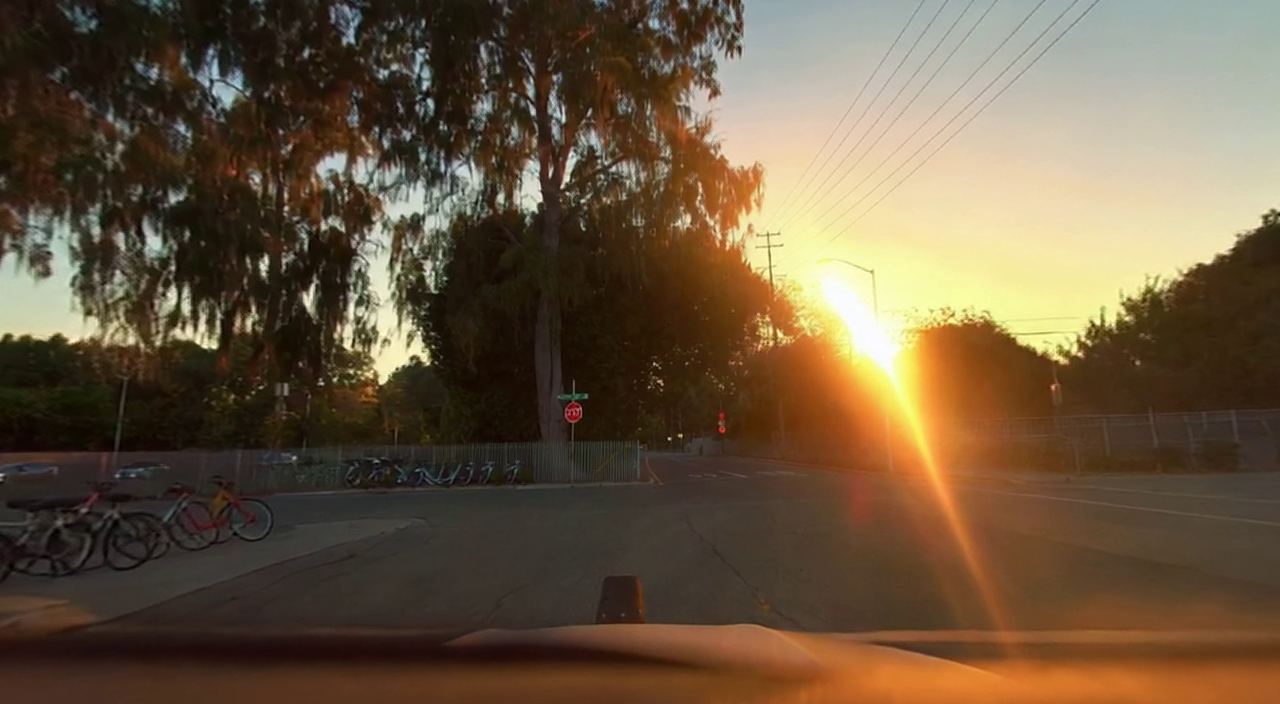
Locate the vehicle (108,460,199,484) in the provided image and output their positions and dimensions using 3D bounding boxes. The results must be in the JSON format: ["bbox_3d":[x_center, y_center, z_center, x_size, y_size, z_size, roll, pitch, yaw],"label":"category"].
[{"bbox_3d":[-33.663,8.295,43.826,4.569,1.558,1.903,0,-9,-5],"label":"vehicle"}]

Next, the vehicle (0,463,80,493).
[{"bbox_3d":[-34.121,6.993,35.037,4.210,1.528,1.932,0,-8,0],"label":"vehicle"}]
